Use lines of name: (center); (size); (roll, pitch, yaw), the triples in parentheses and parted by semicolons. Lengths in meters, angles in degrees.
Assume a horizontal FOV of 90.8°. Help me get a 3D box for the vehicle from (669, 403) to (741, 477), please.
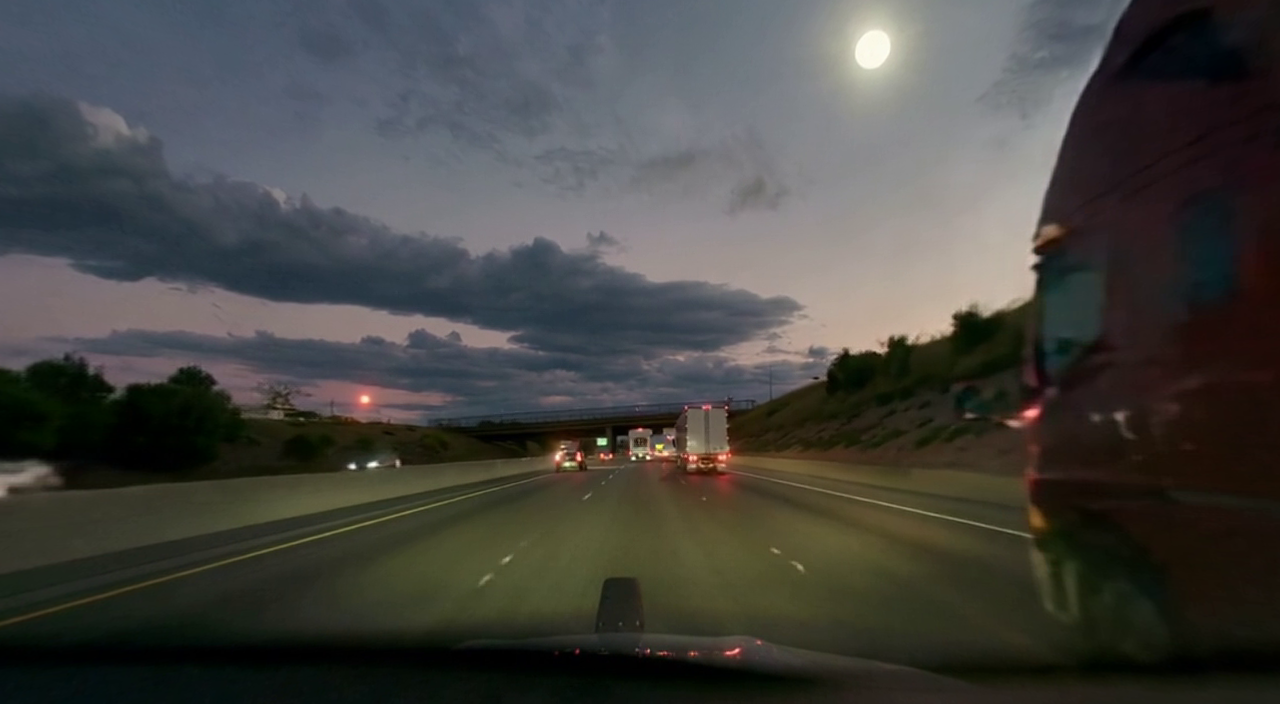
vehicle: (3.964, 6.114, 43.095); (3.131, 4.037, 16.729); (0, -9, 0)

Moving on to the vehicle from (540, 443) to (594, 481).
vehicle: (-3.383, 5.203, 30.006); (2.007, 1.647, 3.854); (0, -9, 1)

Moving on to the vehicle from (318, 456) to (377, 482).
vehicle: (-19.142, 7.627, 41.455); (1.859, 1.580, 4.117); (0, -9, 0)

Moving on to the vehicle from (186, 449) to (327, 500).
vehicle: (-12.005, 3.831, 20.114); (1.857, 1.439, 4.139); (0, -9, 0)
